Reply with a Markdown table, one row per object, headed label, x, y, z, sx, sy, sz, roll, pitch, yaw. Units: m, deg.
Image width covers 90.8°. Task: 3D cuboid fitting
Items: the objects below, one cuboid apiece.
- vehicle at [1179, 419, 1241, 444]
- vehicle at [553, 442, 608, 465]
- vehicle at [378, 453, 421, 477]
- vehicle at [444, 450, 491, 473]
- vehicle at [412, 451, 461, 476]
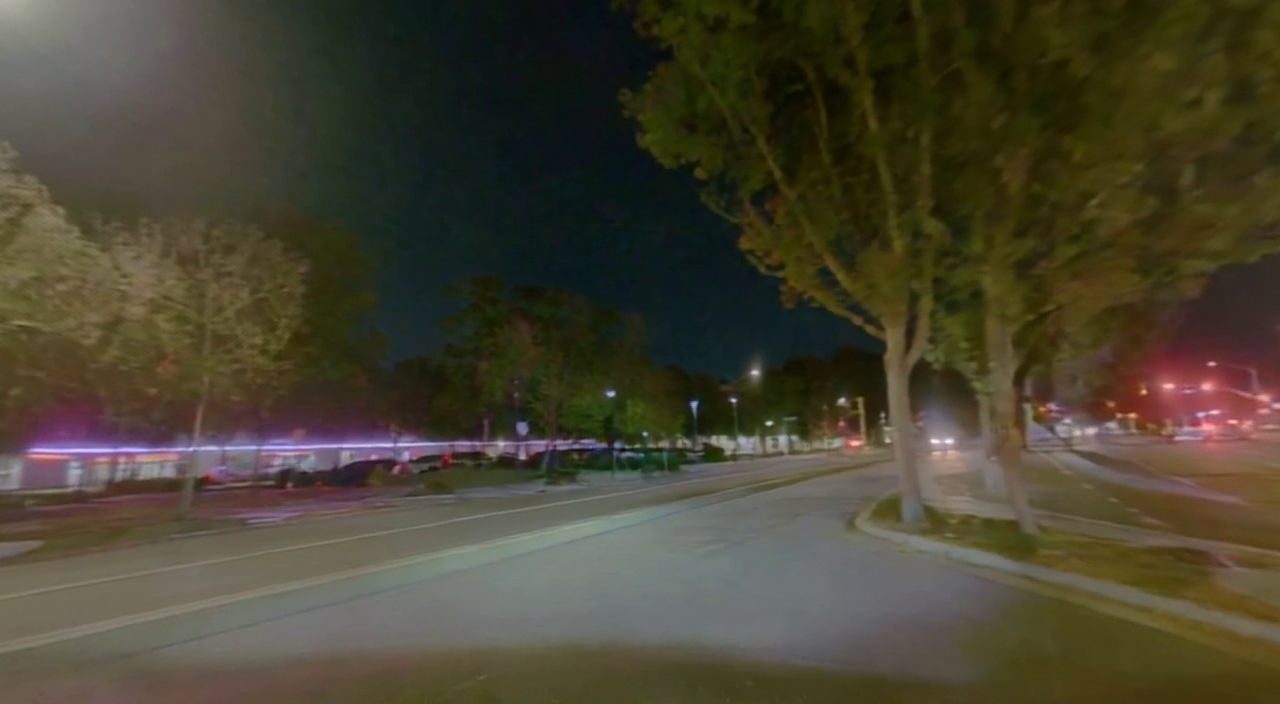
| label | x | y | z | sx | sy | sz | roll | pitch | yaw |
| --- | --- | --- | --- | --- | --- | --- | --- | --- | --- |
| vehicle | 40.110 | 5.632 | 44.567 | 2.100 | 1.638 | 4.545 | -5 | -10 | 27 |
| vehicle | -4.727 | 7.944 | 49.571 | 2.112 | 1.719 | 5.483 | 5 | -10 | -31 |
| vehicle | -16.093 | 7.509 | 42.117 | 2.130 | 1.458 | 4.157 | 4 | -10 | -28 |
| vehicle | -12.975 | 8.162 | 47.311 | 2.102 | 1.541 | 4.416 | 5 | -10 | -32 |
| vehicle | -14.121 | 7.658 | 43.580 | 2.121 | 1.541 | 5.124 | 5 | -10 | -30 |
